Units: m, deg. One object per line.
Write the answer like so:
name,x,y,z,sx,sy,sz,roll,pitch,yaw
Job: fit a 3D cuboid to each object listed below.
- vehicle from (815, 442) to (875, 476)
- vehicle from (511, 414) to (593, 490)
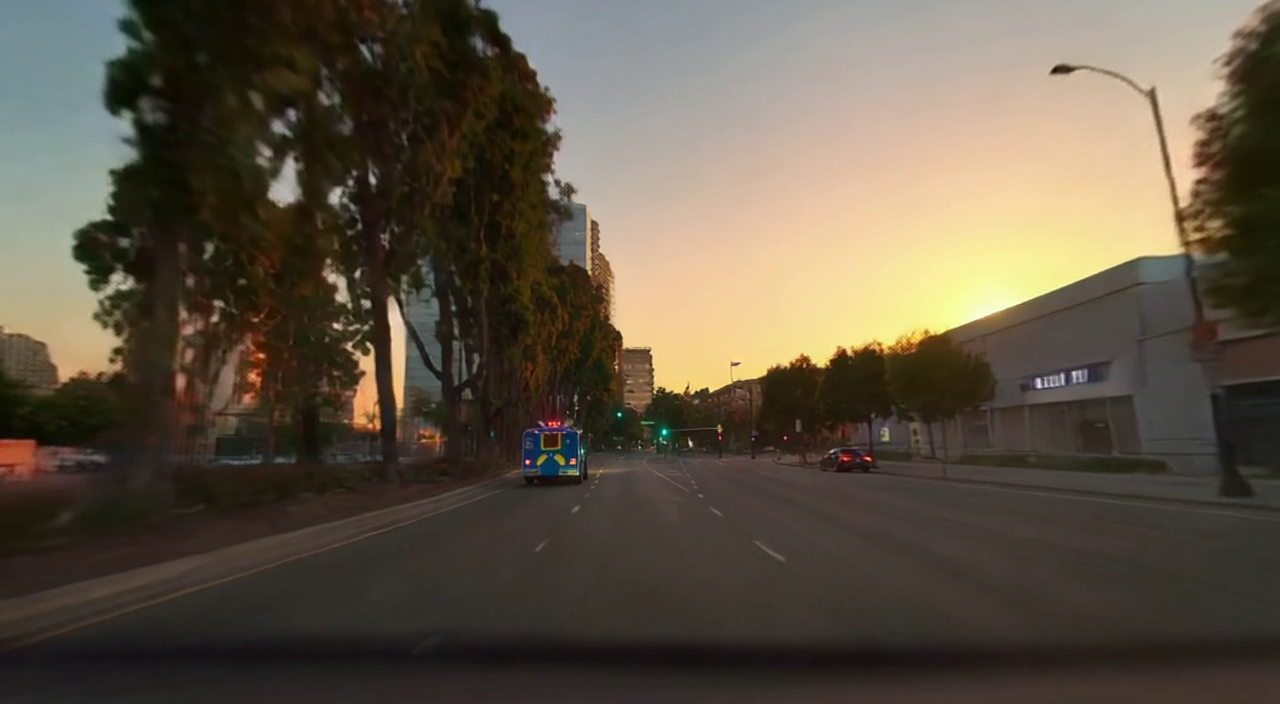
vehicle,11.178,5.884,34.828,1.980,1.719,4.422,-1,-9,3
vehicle,-3.508,4.194,26.604,2.633,2.787,5.796,0,-9,0
